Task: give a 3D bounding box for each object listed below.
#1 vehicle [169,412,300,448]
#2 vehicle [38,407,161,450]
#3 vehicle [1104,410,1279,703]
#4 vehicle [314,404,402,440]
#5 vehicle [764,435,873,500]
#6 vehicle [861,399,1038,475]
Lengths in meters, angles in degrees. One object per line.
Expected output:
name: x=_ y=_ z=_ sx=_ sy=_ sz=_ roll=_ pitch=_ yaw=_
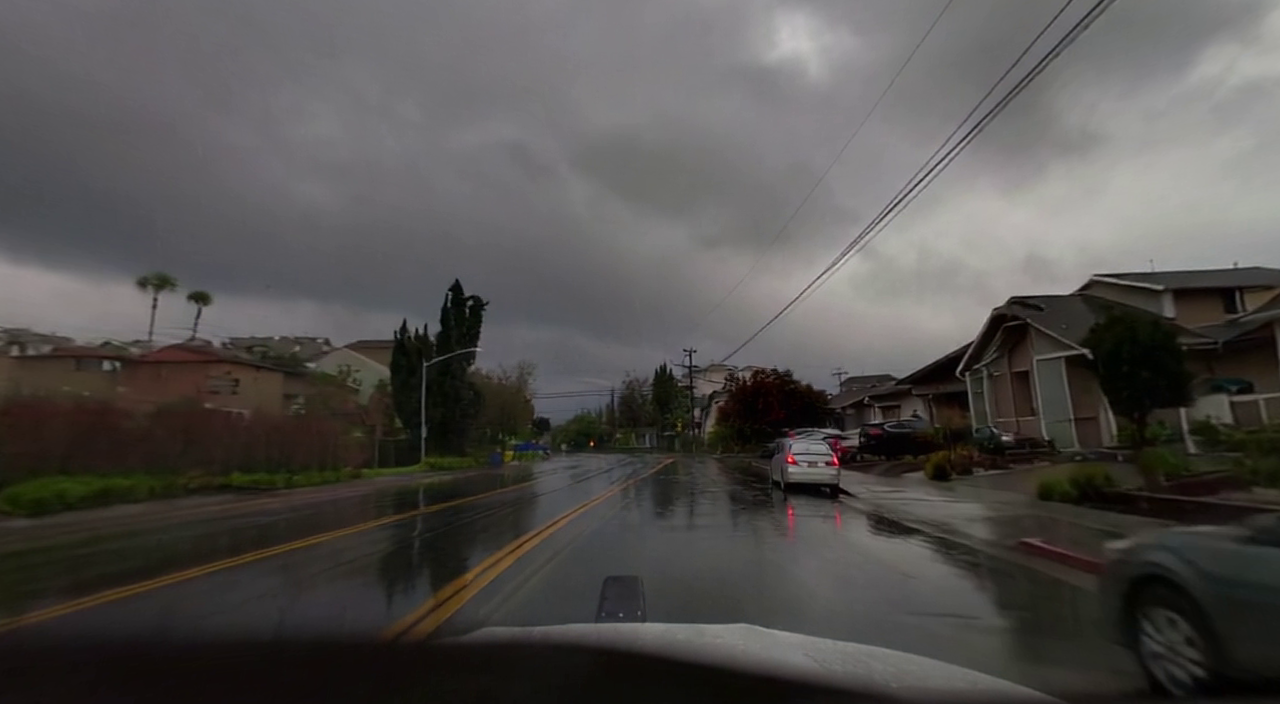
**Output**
vehicle: x=-17.433 y=3.407 z=27.279 sx=4.407 sy=1.478 sz=1.973 roll=-1 pitch=-9 yaw=7
vehicle: x=-26.510 y=3.706 z=31.221 sx=1.861 sy=1.795 sz=4.302 roll=2 pitch=-4 yaw=10
vehicle: x=3.262 y=0.790 z=1.393 sx=1.665 sy=1.425 sz=3.727 roll=0 pitch=-9 yaw=1
vehicle: x=-15.592 y=3.843 z=34.960 sx=4.054 sy=1.565 sz=1.719 roll=-4 pitch=1 yaw=8
vehicle: x=4.510 y=2.955 z=16.557 sx=1.947 sy=1.479 sz=3.743 roll=-1 pitch=-9 yaw=3
vehicle: x=9.704 y=2.749 z=20.179 sx=4.387 sy=1.812 sz=2.018 roll=-7 pitch=-10 yaw=5
